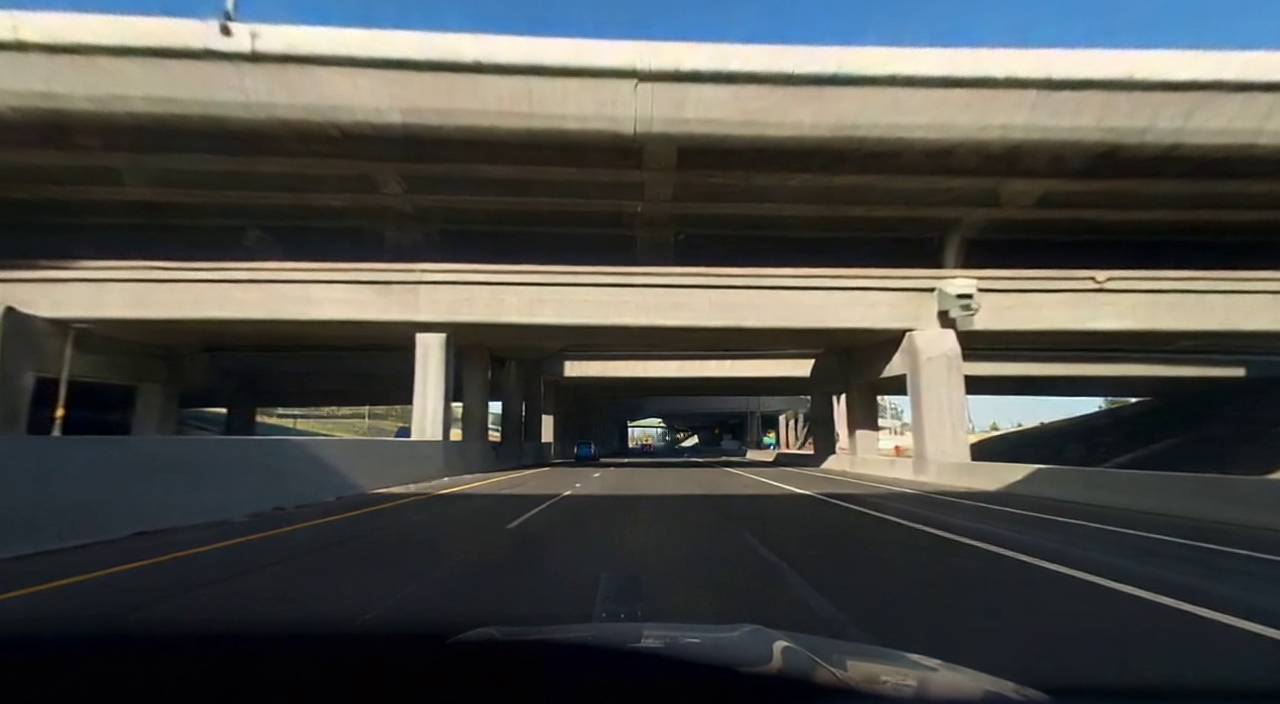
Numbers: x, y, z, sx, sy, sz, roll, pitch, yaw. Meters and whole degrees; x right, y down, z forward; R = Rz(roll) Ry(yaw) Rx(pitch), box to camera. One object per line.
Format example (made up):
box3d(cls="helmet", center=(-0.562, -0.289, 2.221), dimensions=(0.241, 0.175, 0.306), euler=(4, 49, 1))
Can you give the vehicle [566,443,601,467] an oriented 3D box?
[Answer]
box3d(cls="vehicle", center=(-3.820, 7.038, 43.302), dimensions=(1.954, 1.528, 4.010), euler=(0, -9, 1))
